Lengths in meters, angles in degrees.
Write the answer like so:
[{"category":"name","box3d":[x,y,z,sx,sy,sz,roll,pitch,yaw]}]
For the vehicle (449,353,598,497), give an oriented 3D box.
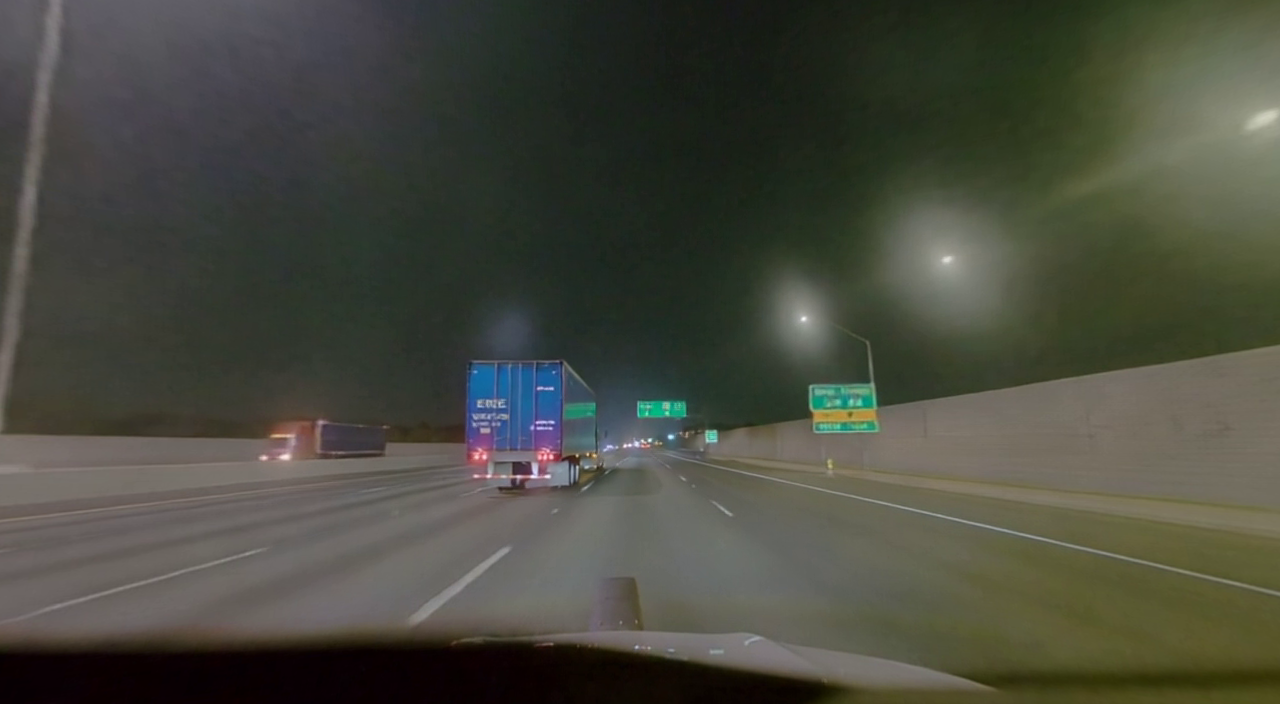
[{"category":"vehicle","box3d":[-3.566,2.828,22.967,3.059,3.956,11.036,0,-9,1]}]
